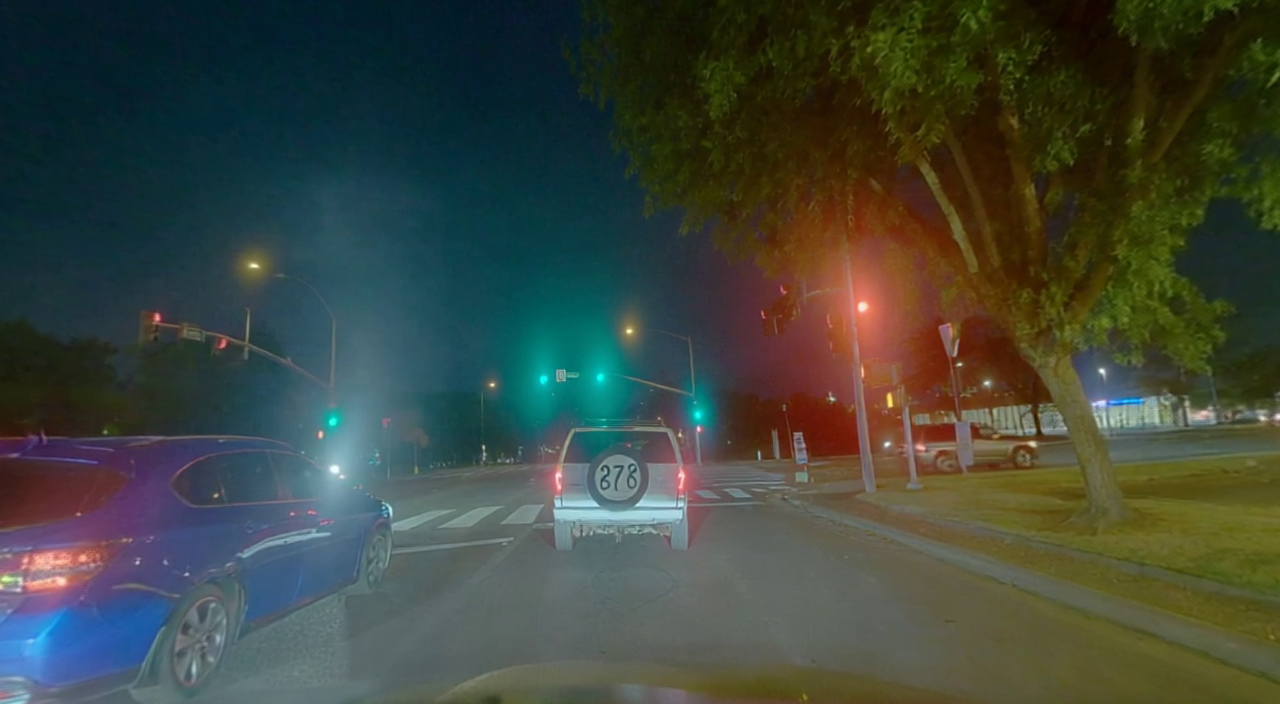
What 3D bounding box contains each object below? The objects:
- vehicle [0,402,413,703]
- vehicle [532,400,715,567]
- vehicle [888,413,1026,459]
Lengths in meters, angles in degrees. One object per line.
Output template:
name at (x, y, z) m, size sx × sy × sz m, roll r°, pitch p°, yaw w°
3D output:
vehicle at (-3.376, 1.261, 4.551) m, size 2.011 × 1.527 × 4.008 m, roll 0°, pitch -8°, yaw -1°
vehicle at (-0.189, 1.797, 9.336) m, size 2.059 × 1.877 × 4.249 m, roll 0°, pitch -8°, yaw 0°
vehicle at (14.542, 3.898, 29.127) m, size 5.215 × 1.967 × 2.392 m, roll 1°, pitch -9°, yaw -11°
